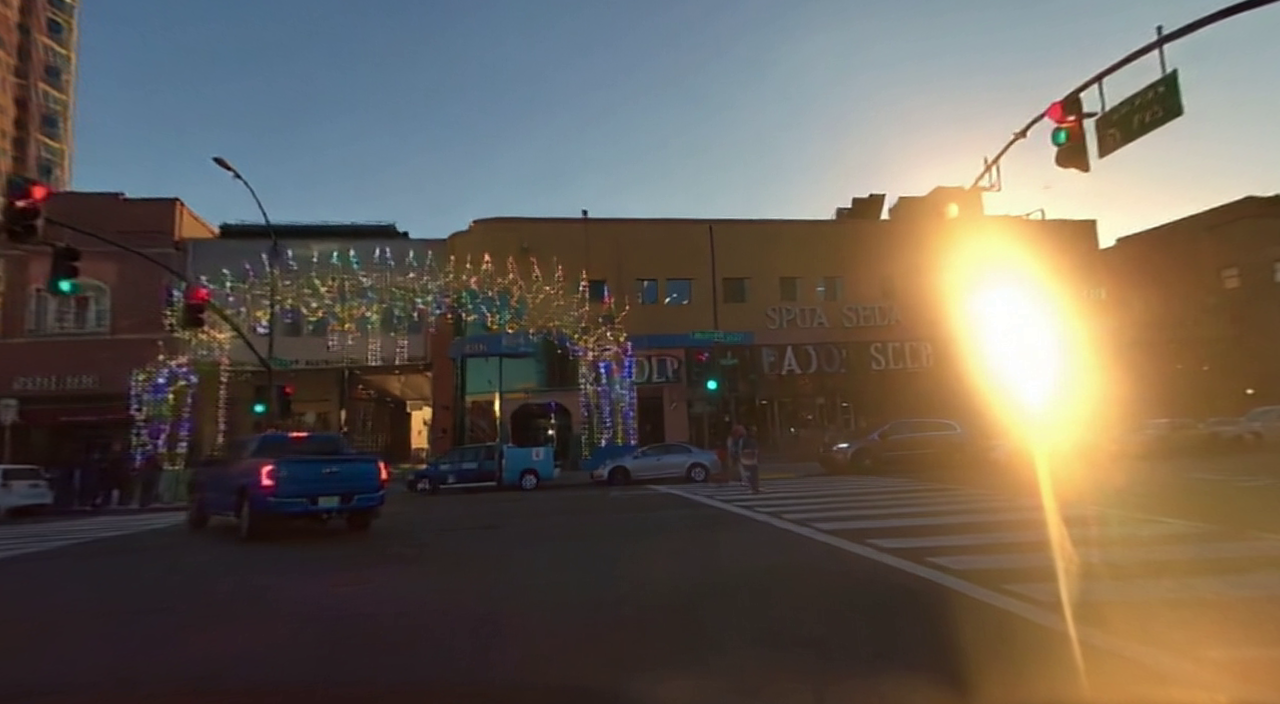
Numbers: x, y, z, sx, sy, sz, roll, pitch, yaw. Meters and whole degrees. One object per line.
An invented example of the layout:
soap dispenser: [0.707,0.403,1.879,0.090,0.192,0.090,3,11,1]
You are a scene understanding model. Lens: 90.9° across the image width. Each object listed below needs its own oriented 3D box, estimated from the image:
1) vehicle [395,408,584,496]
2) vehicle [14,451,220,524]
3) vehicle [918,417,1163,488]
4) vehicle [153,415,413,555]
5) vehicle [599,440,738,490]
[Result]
vehicle: [-5.130,3.543,22.563,6.182,2.913,2.526,1,-8,-5]
vehicle: [-16.796,4.328,20.496,4.799,1.909,2.011,-2,-7,-5]
vehicle: [9.198,2.316,14.676,4.600,1.506,1.878,1,-9,-9]
vehicle: [-6.982,2.356,12.048,5.534,2.020,2.477,-7,-11,41]
vehicle: [0.870,3.803,21.392,4.515,1.583,1.920,1,-8,-4]
